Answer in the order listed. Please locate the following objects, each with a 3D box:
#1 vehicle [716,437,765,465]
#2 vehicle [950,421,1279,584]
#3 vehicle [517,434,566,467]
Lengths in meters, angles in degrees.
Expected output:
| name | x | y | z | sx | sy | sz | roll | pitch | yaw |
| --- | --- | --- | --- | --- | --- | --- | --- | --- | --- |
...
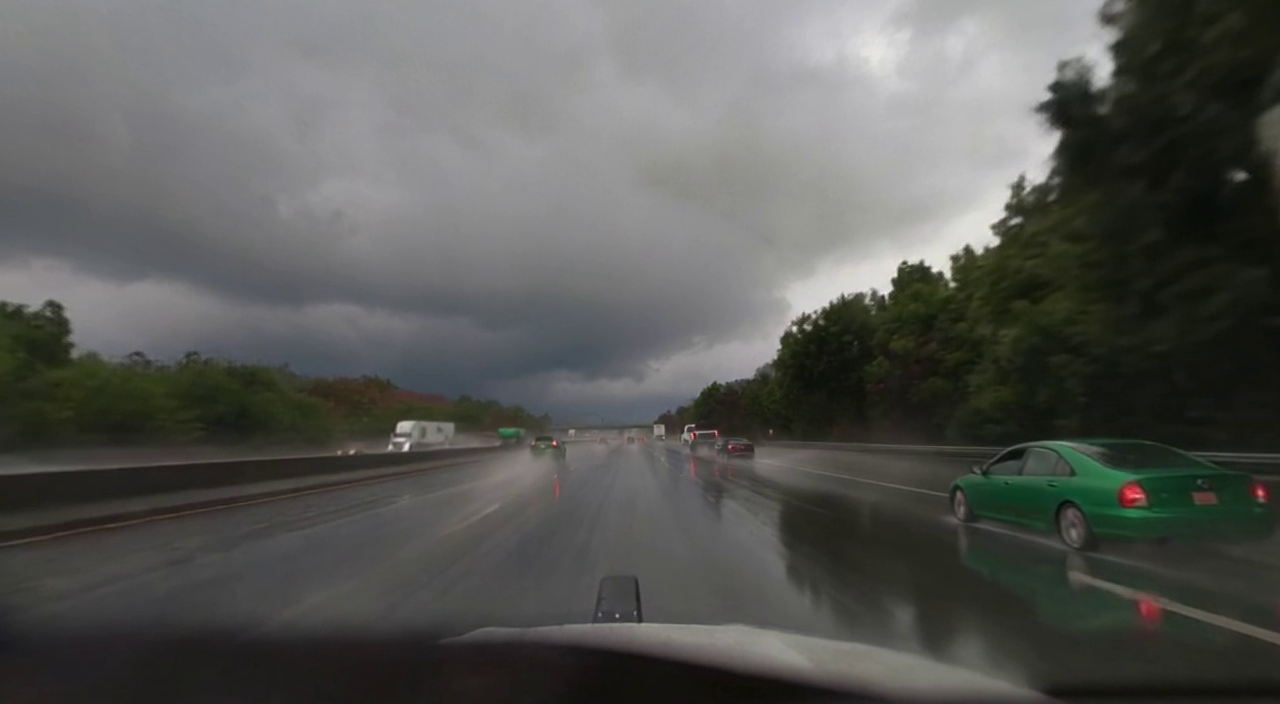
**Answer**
| name | x | y | z | sx | sy | sz | roll | pitch | yaw |
| --- | --- | --- | --- | --- | --- | --- | --- | --- | --- |
| vehicle | 5.463 | 5.402 | 34.696 | 1.920 | 1.436 | 3.890 | 0 | -8 | -2 |
| vehicle | 6.054 | 1.667 | 7.980 | 2.028 | 1.488 | 4.236 | 0 | -8 | -1 |
| vehicle | -4.991 | 5.026 | 32.471 | 1.966 | 1.570 | 3.859 | 0 | -8 | -1 |
